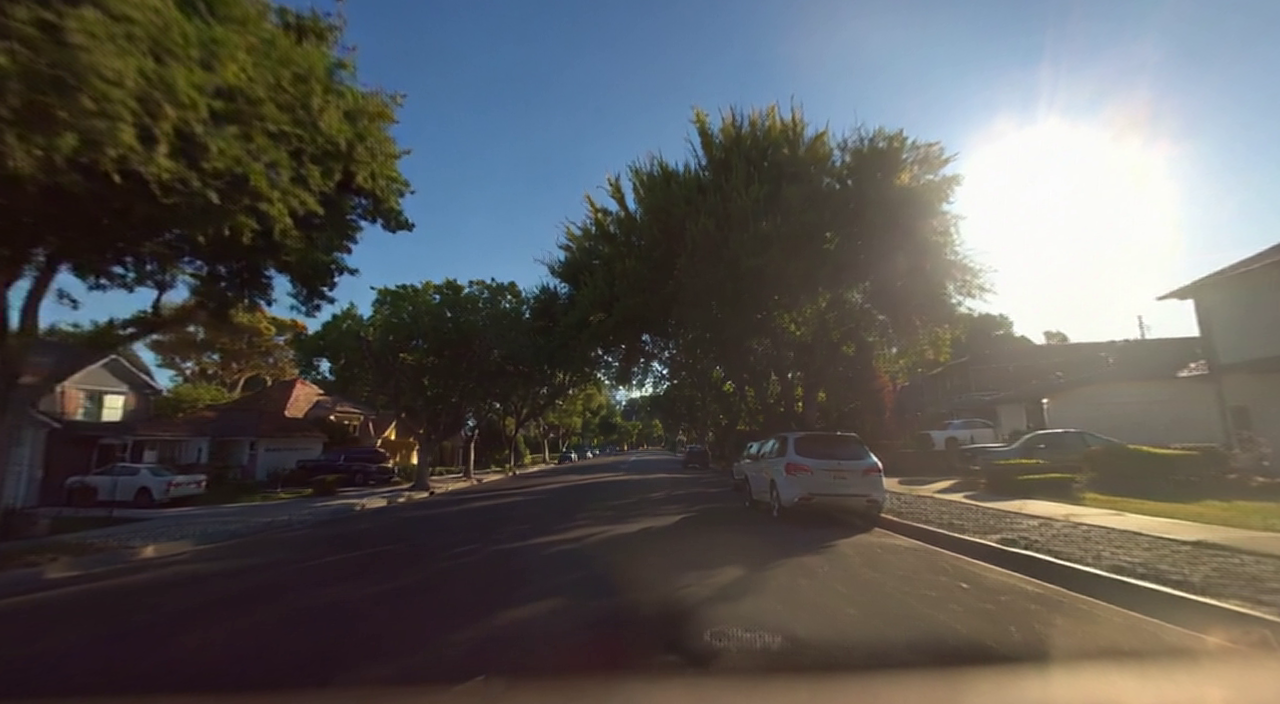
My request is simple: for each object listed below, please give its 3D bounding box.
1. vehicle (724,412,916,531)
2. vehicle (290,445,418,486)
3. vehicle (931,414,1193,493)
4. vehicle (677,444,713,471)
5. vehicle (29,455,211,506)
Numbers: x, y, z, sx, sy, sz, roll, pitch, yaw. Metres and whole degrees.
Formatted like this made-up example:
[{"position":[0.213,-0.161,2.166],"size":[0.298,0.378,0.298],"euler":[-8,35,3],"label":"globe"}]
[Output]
[{"position":[3.202,2.277,12.632],"size":[2.241,1.875,5.059],"euler":[0,-8,-1],"label":"vehicle"},{"position":[-13.146,5.241,29.260],"size":[4.928,1.797,1.981],"euler":[0,-8,2],"label":"vehicle"},{"position":[10.473,2.611,16.170],"size":[5.041,1.486,1.969],"euler":[-7,-10,13],"label":"vehicle"},{"position":[3.410,6.621,39.949],"size":[2.016,1.567,4.228],"euler":[0,-8,2],"label":"vehicle"},{"position":[-16.176,3.980,19.765],"size":[4.276,1.463,1.832],"euler":[-1,-8,7],"label":"vehicle"}]
